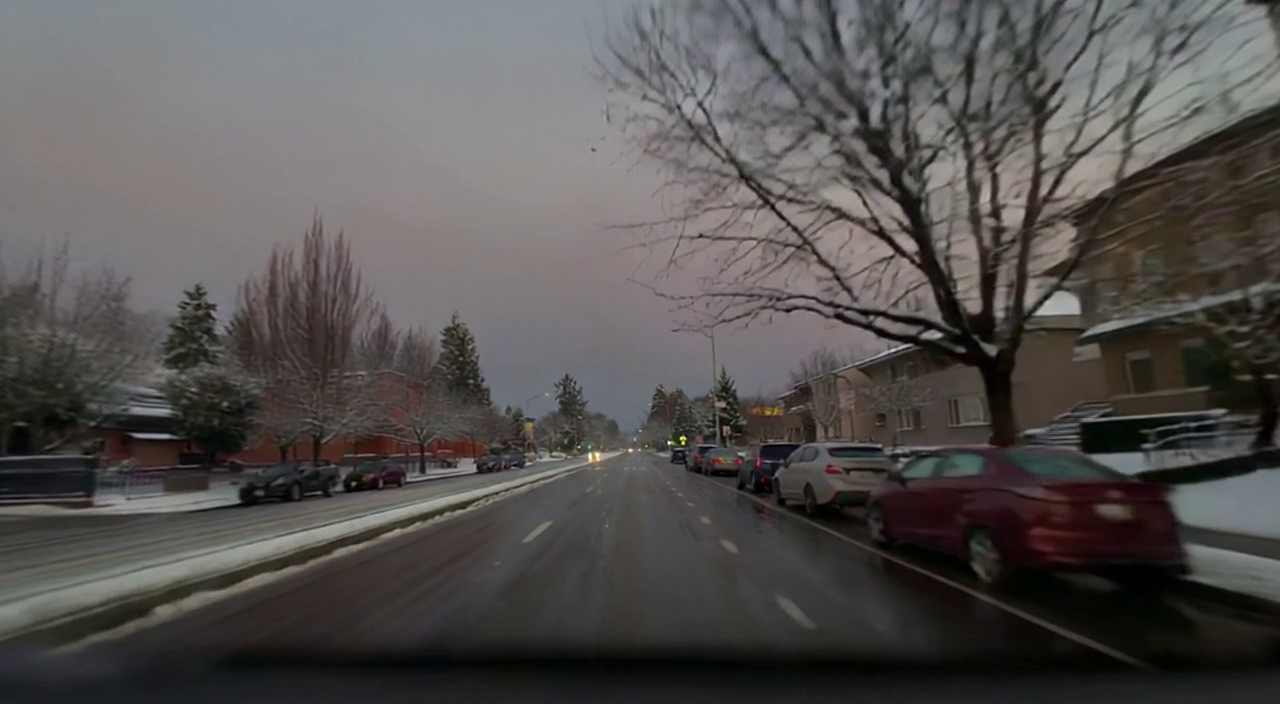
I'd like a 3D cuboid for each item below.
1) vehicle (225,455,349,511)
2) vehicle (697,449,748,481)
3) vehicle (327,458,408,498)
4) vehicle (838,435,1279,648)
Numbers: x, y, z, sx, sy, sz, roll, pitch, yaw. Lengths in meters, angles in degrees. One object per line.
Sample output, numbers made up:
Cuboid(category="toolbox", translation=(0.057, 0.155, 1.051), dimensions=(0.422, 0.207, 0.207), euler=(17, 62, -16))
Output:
Cuboid(category="vehicle", translation=(-13.671, 5.048, 24.922), dimensions=(2.220, 1.747, 4.980), euler=(-3, -8, -3))
Cuboid(category="vehicle", translation=(4.057, 5.623, 31.823), dimensions=(1.845, 1.443, 4.531), euler=(0, -9, -2))
Cuboid(category="vehicle", translation=(-13.912, 6.407, 32.610), dimensions=(2.239, 1.645, 4.700), euler=(-3, -8, -1))
Cuboid(category="vehicle", translation=(4.012, 1.703, 6.935), dimensions=(2.100, 1.478, 4.816), euler=(0, -9, 0))
